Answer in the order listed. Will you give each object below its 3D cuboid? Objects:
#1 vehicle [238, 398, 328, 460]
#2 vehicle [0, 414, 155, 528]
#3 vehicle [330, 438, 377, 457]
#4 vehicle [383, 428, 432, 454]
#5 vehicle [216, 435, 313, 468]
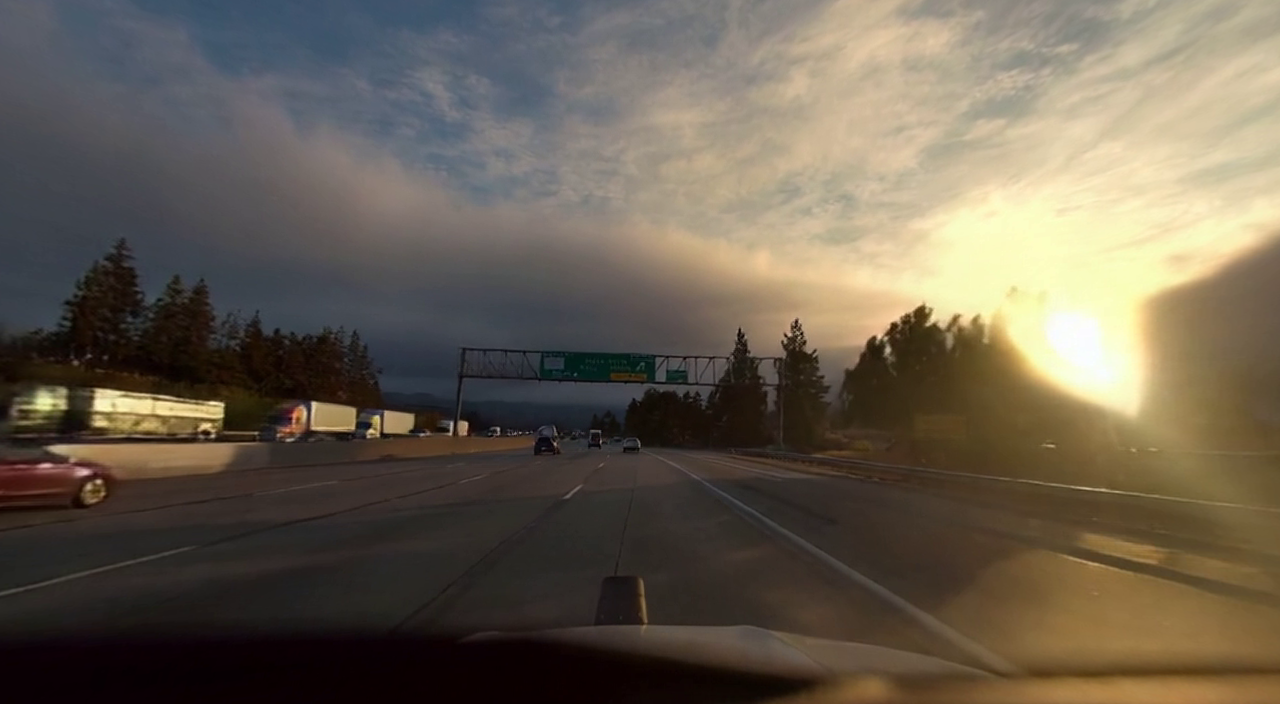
[{"bbox_3d":[-25.489,5.593,45.456,2.884,4.112,6.220,0,-8,-3],"label":"vehicle"},{"bbox_3d":[-10.405,1.793,9.632,2.197,1.654,4.823,0,-8,-1],"label":"vehicle"},{"bbox_3d":[-21.925,7.276,48.351,1.744,1.406,4.176,0,-8,-2],"label":"vehicle"},{"bbox_3d":[-18.214,6.997,49.672,2.177,1.876,4.674,0,-8,-2],"label":"vehicle"},{"bbox_3d":[-18.002,4.765,30.506,2.088,1.442,4.286,0,-8,0],"label":"vehicle"}]
